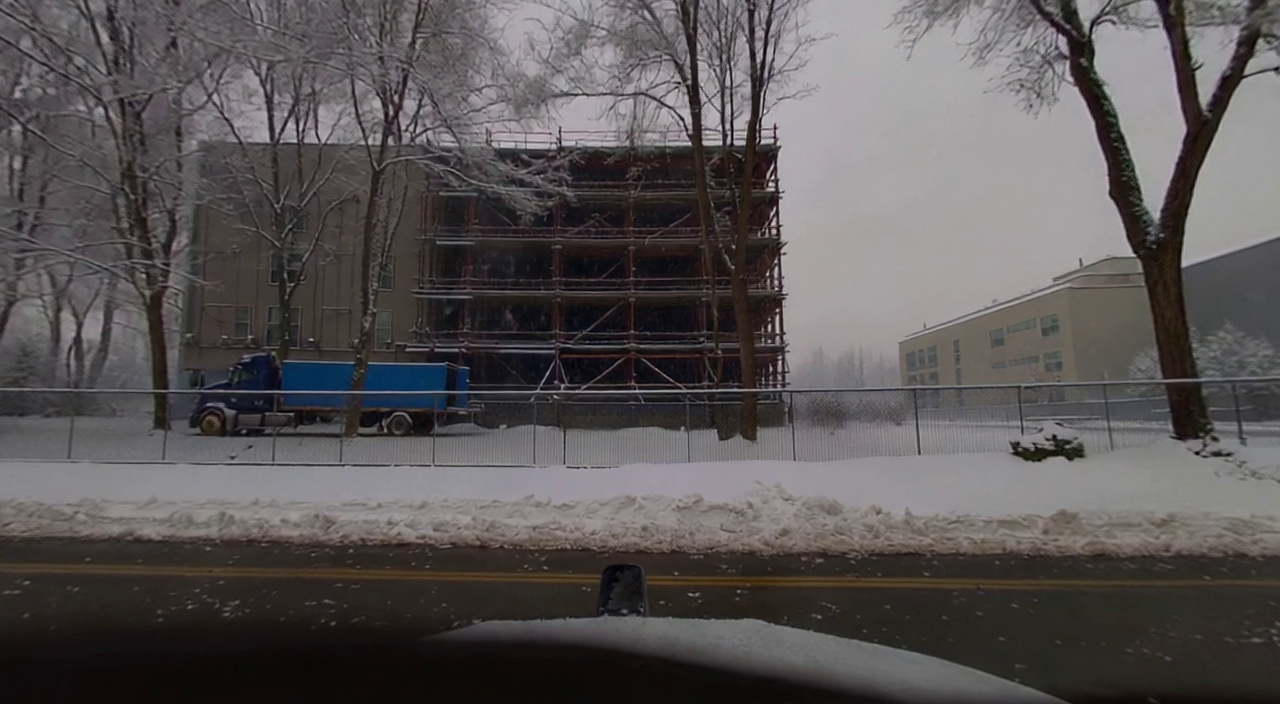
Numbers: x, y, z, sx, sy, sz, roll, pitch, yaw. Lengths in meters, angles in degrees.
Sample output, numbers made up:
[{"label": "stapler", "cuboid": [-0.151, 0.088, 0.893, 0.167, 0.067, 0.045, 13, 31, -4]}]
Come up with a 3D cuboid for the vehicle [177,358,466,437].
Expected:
[{"label": "vehicle", "cuboid": [-17.218, 2.676, 35.219, 14.067, 4.099, 2.832, 1, -9, -7]}]
